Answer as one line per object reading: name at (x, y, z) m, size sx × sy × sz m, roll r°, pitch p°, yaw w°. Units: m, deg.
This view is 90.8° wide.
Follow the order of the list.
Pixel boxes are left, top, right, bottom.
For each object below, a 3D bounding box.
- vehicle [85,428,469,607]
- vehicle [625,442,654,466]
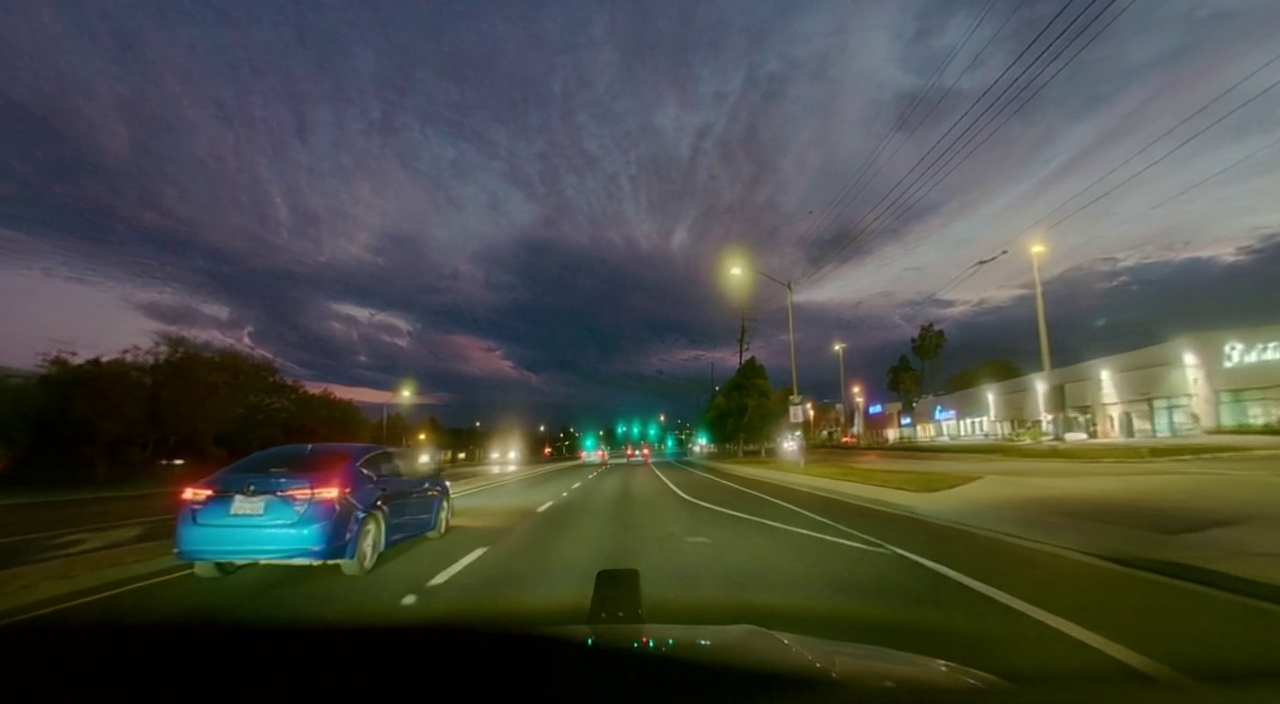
vehicle at (-3.696, 1.742, 7.695) m, size 1.928 × 1.488 × 4.635 m, roll 0°, pitch -8°, yaw 0°
vehicle at (-0.033, 8.023, 49.719) m, size 2.182 × 1.773 × 4.041 m, roll 0°, pitch -8°, yaw 0°
